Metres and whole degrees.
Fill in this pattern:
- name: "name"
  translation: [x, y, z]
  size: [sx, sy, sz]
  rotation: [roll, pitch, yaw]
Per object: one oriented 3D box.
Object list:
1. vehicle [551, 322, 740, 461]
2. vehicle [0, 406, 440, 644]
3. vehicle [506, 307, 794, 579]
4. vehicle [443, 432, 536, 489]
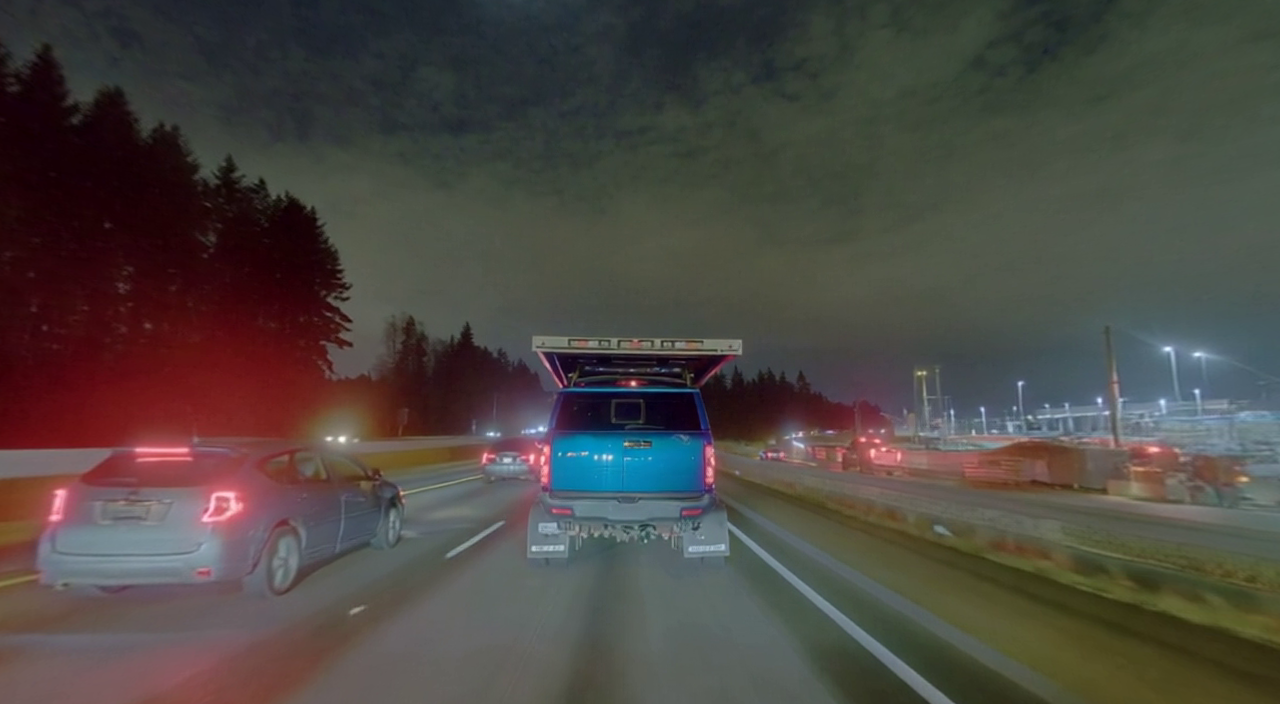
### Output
- name: "vehicle"
  translation: [-0.057, 0.797, 9.622]
  size: [2.156, 1.604, 4.680]
  rotation: [0, -9, -3]
- name: "vehicle"
  translation: [-3.951, 1.485, 6.597]
  size: [2.155, 1.513, 4.964]
  rotation: [0, -9, -1]
- name: "vehicle"
  translation: [-0.186, 1.626, 11.312]
  size: [2.735, 2.597, 10.435]
  rotation: [1, -9, -3]
- name: "vehicle"
  translation: [-4.816, 3.547, 20.950]
  size: [2.057, 1.665, 4.572]
  rotation: [0, -9, -1]
